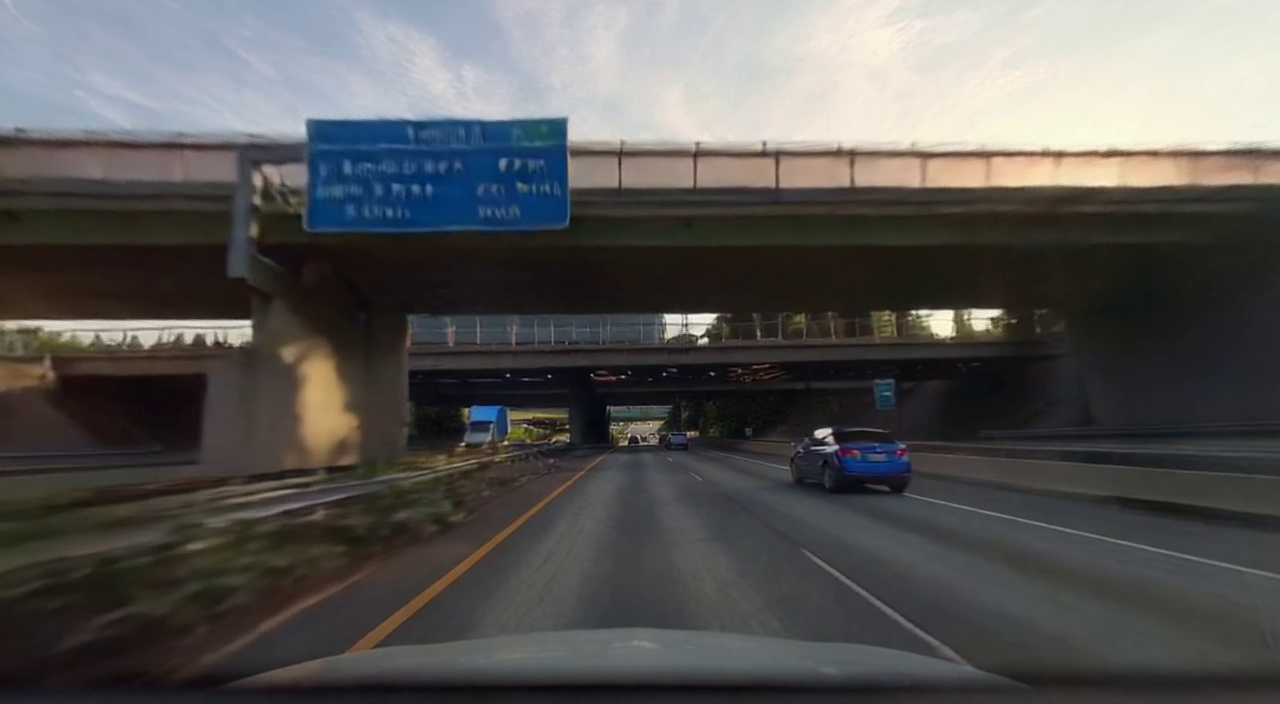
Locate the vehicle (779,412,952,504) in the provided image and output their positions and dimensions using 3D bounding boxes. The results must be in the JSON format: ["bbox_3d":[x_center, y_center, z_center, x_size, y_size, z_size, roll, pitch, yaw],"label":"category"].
[{"bbox_3d":[4.570,2.211,13.532,2.073,1.651,4.065,0,-8,-2],"label":"vehicle"}]
